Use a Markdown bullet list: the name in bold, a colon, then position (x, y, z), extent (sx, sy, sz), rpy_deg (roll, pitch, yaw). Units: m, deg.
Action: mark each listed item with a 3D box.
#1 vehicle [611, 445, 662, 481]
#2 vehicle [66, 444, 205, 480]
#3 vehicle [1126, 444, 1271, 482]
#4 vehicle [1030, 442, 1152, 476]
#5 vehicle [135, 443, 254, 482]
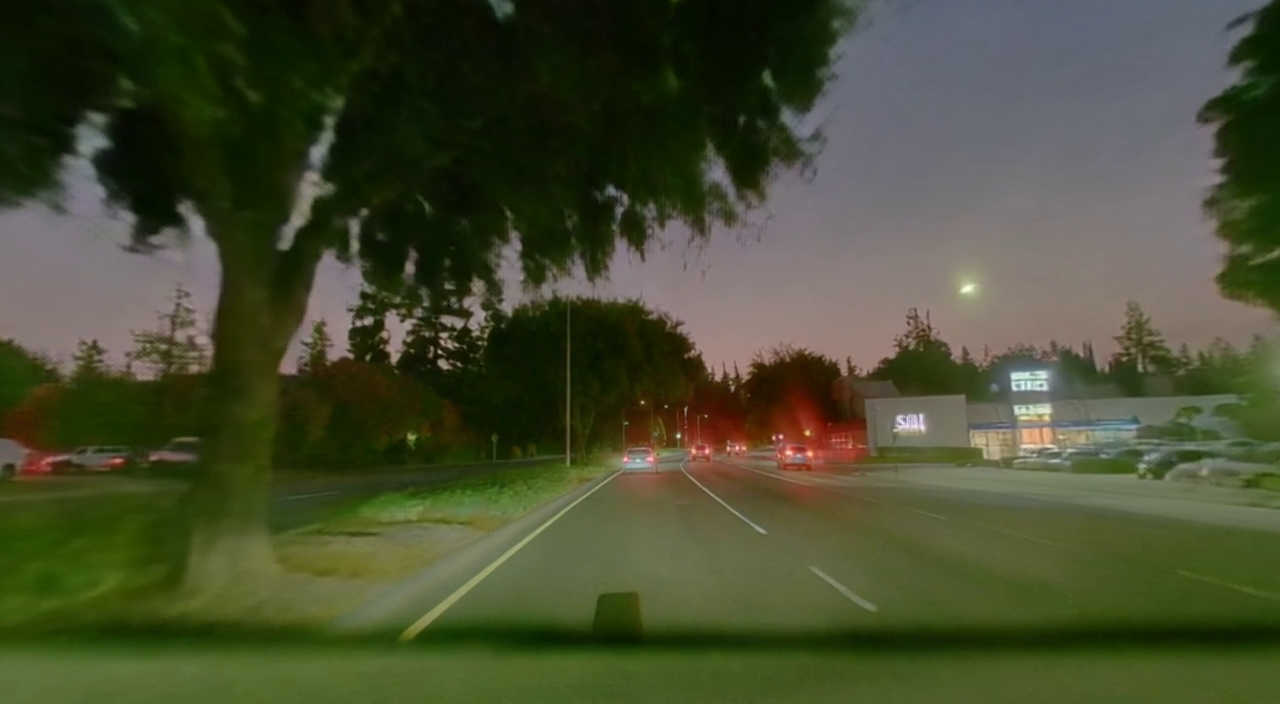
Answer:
- **vehicle**: position (-0.077, 4.893, 28.070), extent (2.095, 1.456, 3.873), rpy_deg (-1, -9, 2)
- **vehicle**: position (-31.678, 6.889, 40.003), extent (2.154, 2.021, 6.409), rpy_deg (-5, -10, 28)
- **vehicle**: position (21.285, 4.248, 24.202), extent (3.811, 1.355, 1.823), rpy_deg (0, -9, -1)
- **vehicle**: position (21.170, 5.005, 29.783), extent (4.197, 1.505, 1.915), rpy_deg (0, -8, 1)
- **vehicle**: position (-24.375, 6.017, 34.717), extent (5.104, 1.947, 2.106), rpy_deg (6, -11, -36)
